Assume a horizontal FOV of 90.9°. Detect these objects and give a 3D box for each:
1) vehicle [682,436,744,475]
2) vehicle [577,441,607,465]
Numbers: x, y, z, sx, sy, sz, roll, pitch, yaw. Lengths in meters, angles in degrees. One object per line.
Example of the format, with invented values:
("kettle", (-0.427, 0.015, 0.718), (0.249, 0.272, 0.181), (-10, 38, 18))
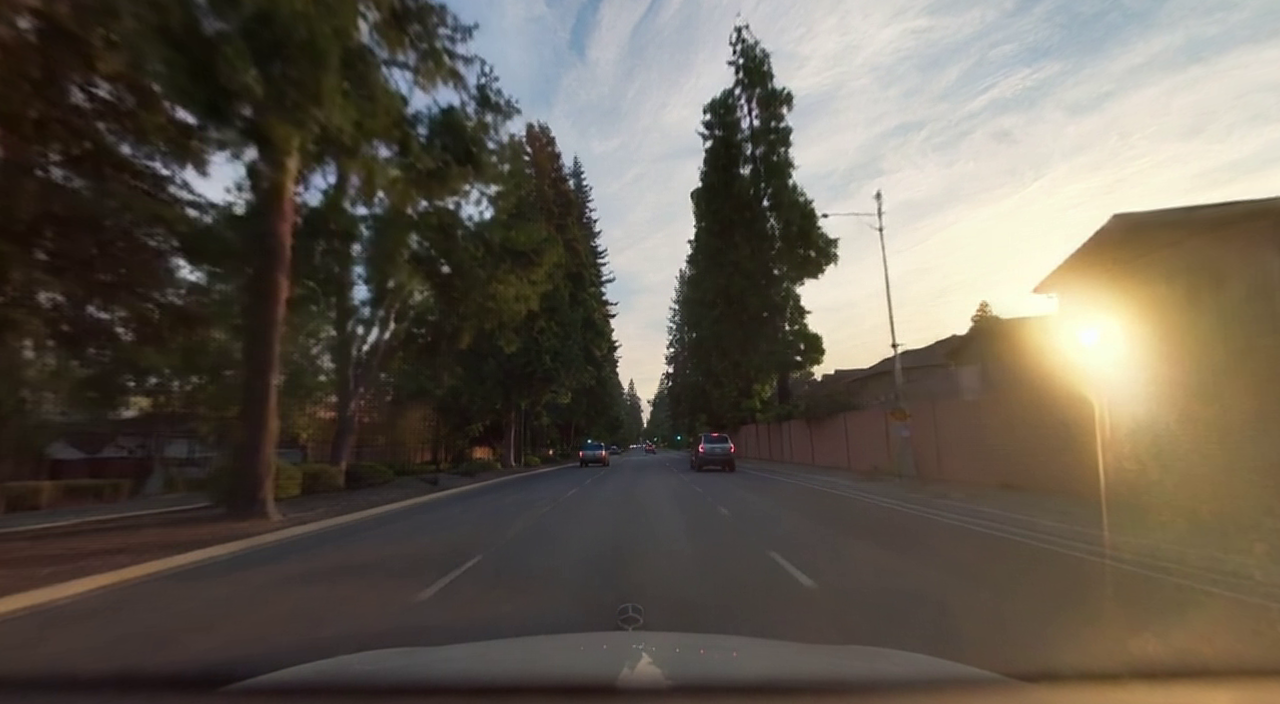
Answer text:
("vehicle", (3.421, 4.986, 30.633), (2.321, 1.695, 5.037), (0, -8, -1))
("vehicle", (-3.650, 7.815, 48.952), (2.002, 1.747, 4.728), (0, -8, 0))
